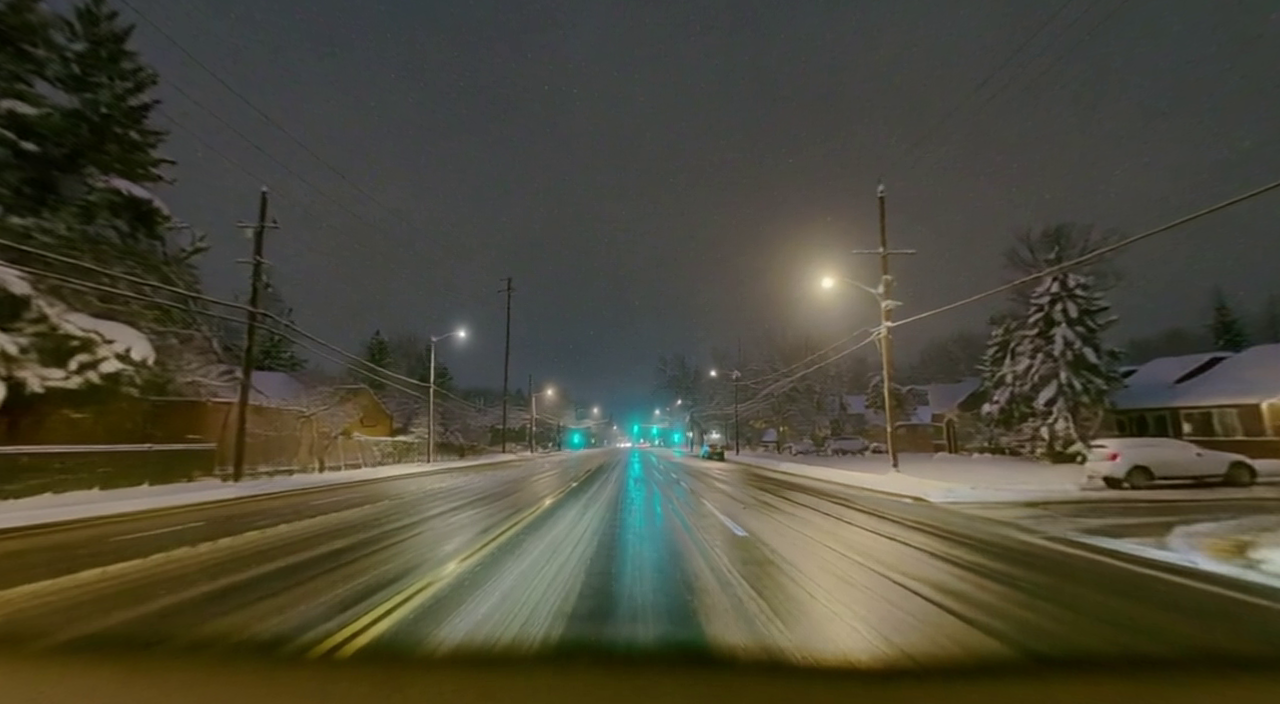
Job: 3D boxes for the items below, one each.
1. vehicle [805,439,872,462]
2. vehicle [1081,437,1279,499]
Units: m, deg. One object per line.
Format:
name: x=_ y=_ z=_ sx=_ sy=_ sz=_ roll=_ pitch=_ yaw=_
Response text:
vehicle: x=15.208 y=7.581 z=48.598 sx=4.505 sy=1.671 sz=1.888 roll=0 pitch=-9 yaw=-2
vehicle: x=14.426 y=2.928 z=16.181 sx=4.664 sy=1.450 sz=2.025 roll=0 pitch=-8 yaw=3
